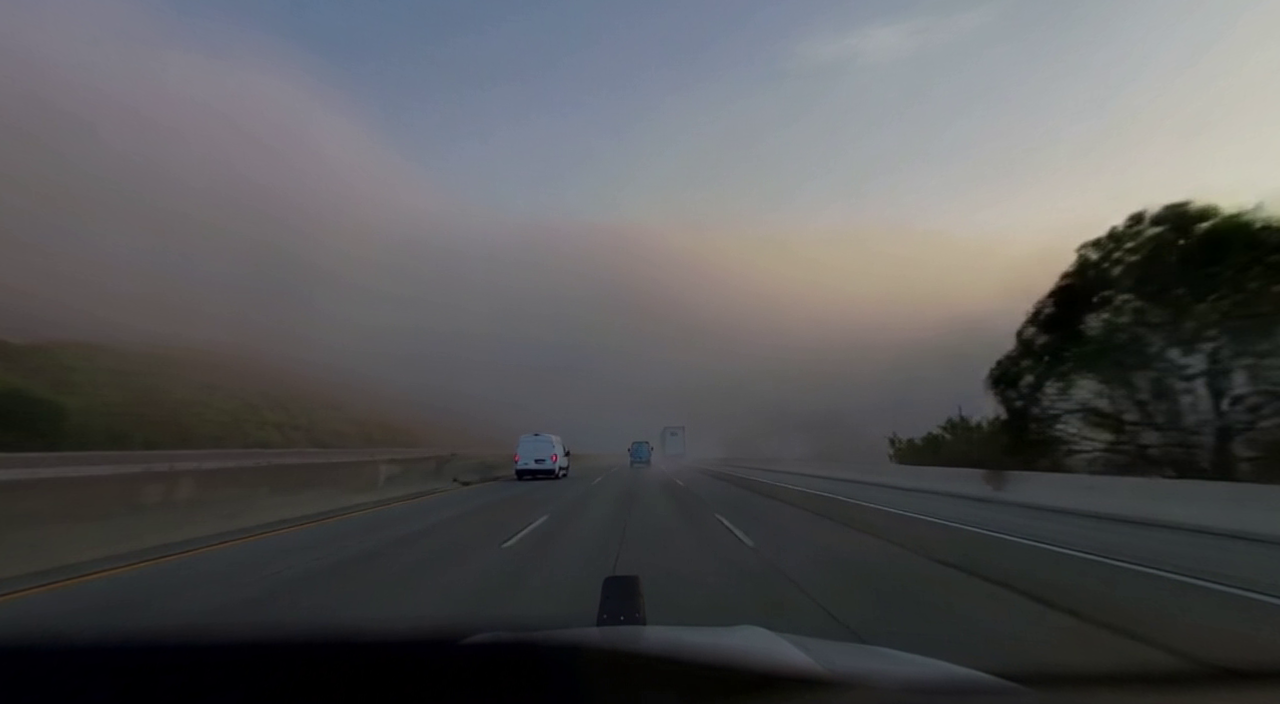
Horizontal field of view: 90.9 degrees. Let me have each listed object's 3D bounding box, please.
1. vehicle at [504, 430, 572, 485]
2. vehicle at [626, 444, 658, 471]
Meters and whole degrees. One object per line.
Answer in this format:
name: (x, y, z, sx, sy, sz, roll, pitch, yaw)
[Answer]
vehicle: (-4.067, 4.324, 25.929, 1.955, 2.004, 4.792, 0, -9, 0)
vehicle: (0.151, 7.306, 43.863, 2.166, 1.747, 4.299, 0, -9, 1)
